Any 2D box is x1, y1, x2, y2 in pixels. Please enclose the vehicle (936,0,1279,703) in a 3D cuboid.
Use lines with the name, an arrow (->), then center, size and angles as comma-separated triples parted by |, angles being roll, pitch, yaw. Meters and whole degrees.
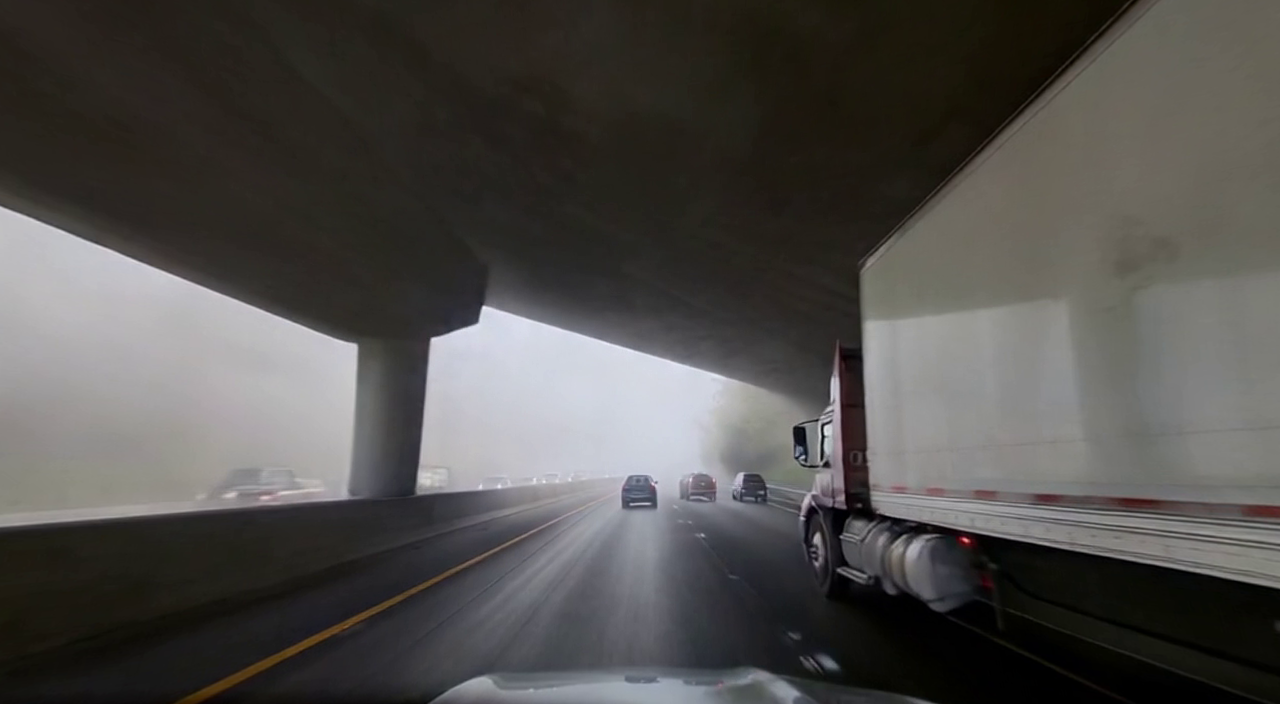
vehicle -> 4.248, -0.319, 0.802 | 2.980, 3.834, 9.423 | 1, -11, -1

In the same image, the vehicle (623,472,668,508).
vehicle -> 0.251, 6.987, 32.193 | 2.124, 1.653, 4.857 | 1, -11, 0
